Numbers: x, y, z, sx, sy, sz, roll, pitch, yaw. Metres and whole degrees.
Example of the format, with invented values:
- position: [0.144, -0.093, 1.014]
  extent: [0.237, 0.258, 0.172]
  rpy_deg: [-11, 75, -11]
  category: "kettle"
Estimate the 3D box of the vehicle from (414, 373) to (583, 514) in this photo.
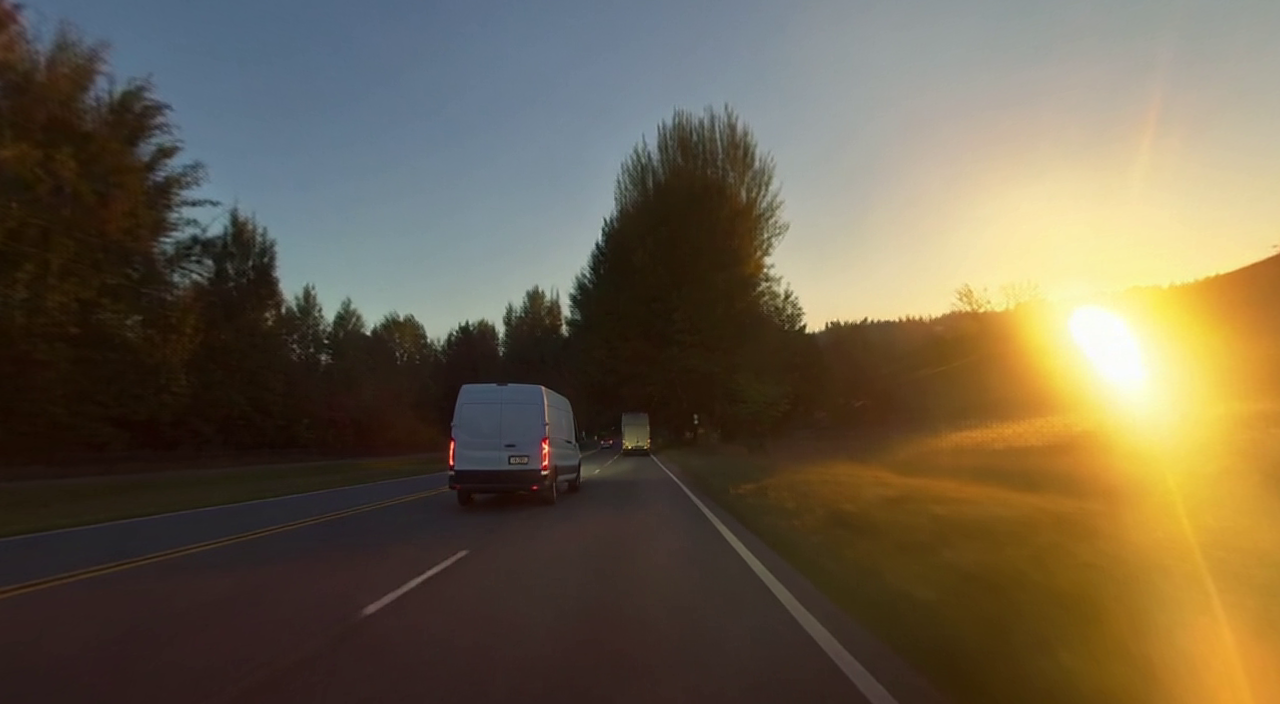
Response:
- position: [-2.934, 2.152, 14.934]
  extent: [2.497, 2.628, 6.016]
  rpy_deg: [0, -8, 1]
  category: "vehicle"
